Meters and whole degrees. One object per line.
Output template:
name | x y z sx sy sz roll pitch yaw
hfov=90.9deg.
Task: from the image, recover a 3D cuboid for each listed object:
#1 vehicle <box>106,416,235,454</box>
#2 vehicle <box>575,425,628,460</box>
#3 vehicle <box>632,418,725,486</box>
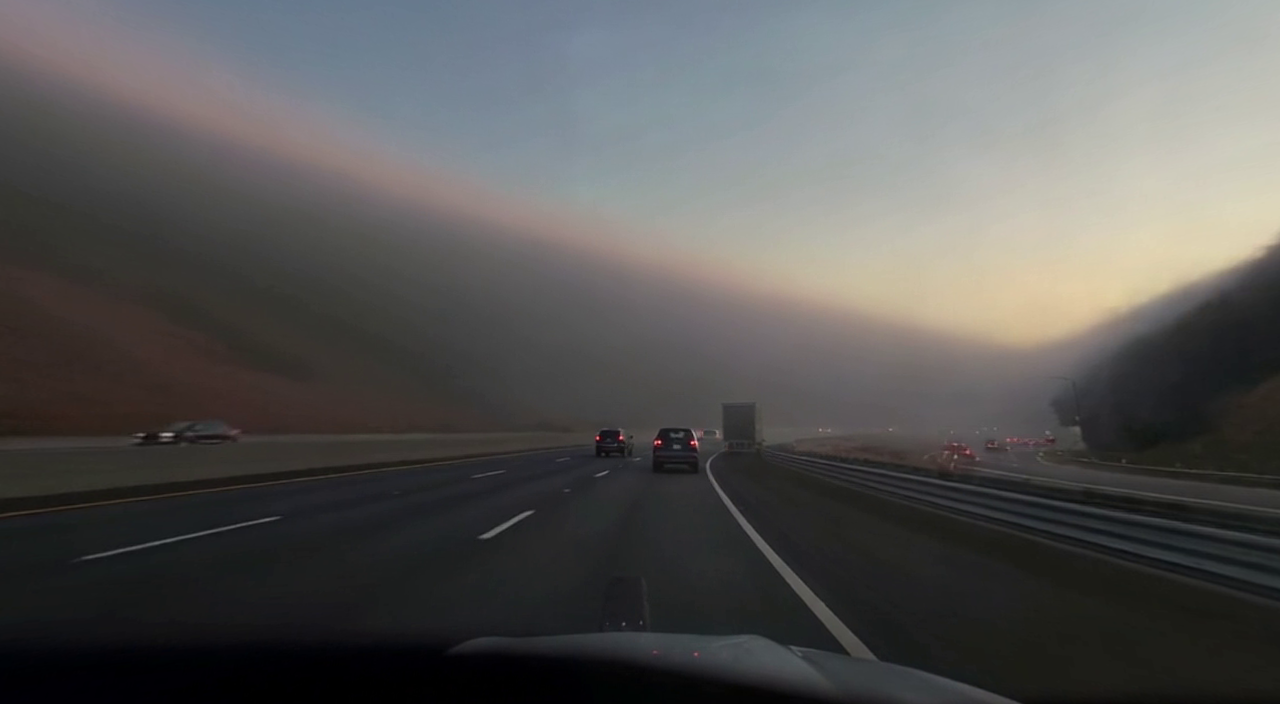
vehicle | -23.338 4.209 31.689 2.019 1.717 5.356 -1 -8 6
vehicle | -2.003 4.891 34.127 2.077 1.712 4.406 -1 -8 7
vehicle | 1.151 3.049 19.384 2.484 1.820 4.497 -1 -8 3
